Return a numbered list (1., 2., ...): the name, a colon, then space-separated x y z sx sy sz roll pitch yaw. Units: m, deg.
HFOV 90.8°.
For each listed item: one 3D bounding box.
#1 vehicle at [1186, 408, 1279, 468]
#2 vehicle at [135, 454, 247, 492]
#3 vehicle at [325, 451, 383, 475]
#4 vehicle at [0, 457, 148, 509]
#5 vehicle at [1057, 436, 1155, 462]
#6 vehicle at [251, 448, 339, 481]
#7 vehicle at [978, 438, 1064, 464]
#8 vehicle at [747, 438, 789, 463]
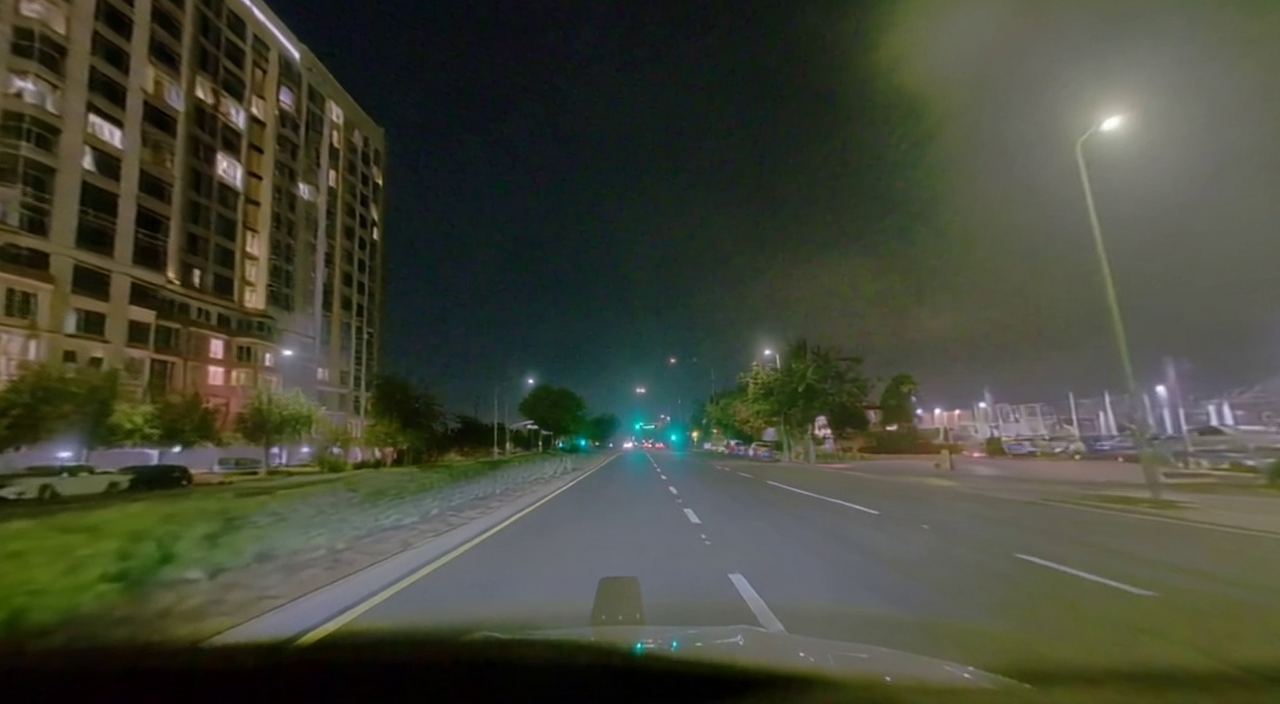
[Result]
1. vehicle: 31.120 4.296 31.280 6.797 2.774 2.304 2 -9 -12
2. vehicle: -19.727 5.307 28.032 1.959 1.459 4.150 0 -8 -1
3. vehicle: -19.668 7.635 43.727 2.074 1.429 4.645 -2 -9 -3
4. vehicle: -19.730 4.436 21.626 1.920 1.561 4.654 -2 -10 2
5. vehicle: 30.412 6.300 41.261 5.245 1.609 2.167 2 -9 -13
6. vehicle: -20.296 6.592 37.430 2.012 1.636 4.997 -3 -8 6
7. vehicle: 24.033 6.251 39.871 4.549 1.565 1.831 2 -9 -13
8. vehicle: 9.518 7.360 47.272 2.008 1.734 4.587 0 -8 -3
